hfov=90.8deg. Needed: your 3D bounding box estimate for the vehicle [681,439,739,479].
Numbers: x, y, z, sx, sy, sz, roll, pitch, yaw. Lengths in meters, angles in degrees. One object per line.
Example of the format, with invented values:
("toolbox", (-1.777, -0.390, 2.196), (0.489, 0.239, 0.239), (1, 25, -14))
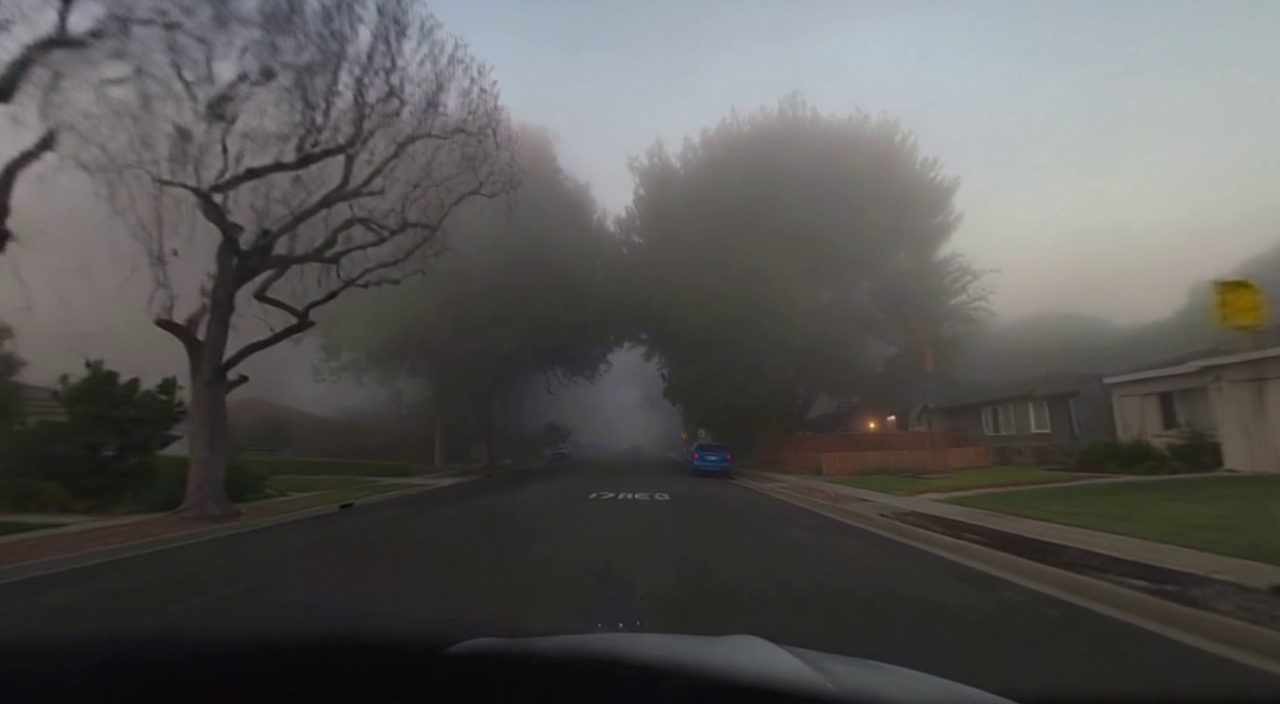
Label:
("vehicle", (3.033, 4.749, 28.285), (2.114, 1.633, 4.042), (0, -8, 0))
